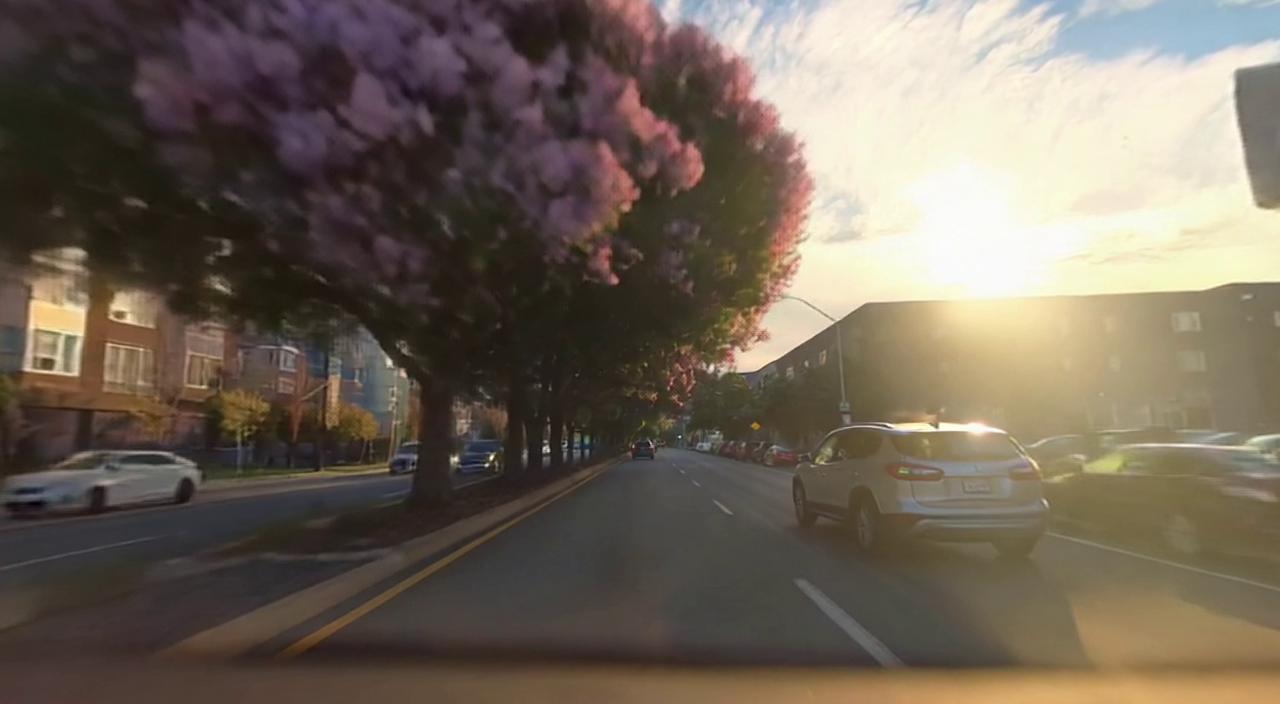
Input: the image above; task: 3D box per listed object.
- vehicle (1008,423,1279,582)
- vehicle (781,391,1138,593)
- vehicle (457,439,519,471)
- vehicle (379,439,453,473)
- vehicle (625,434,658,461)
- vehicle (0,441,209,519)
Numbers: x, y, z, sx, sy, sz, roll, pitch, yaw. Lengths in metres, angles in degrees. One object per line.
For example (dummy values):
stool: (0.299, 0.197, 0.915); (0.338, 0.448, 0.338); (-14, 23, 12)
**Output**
vehicle: (7.453, 1.798, 8.367); (2.182, 1.570, 4.911); (0, -8, 0)
vehicle: (3.293, 1.547, 7.830); (2.071, 1.747, 4.549); (0, -8, 1)
vehicle: (-7.728, 5.254, 32.503); (1.960, 1.530, 4.313); (0, -8, 2)
vehicle: (-11.499, 5.347, 32.769); (2.049, 1.641, 4.573); (0, -8, 2)
vehicle: (0.147, 6.822, 45.052); (2.244, 1.813, 4.129); (0, -8, 1)
vehicle: (-11.959, 2.758, 14.146); (1.779, 1.495, 3.766); (0, -8, 1)
